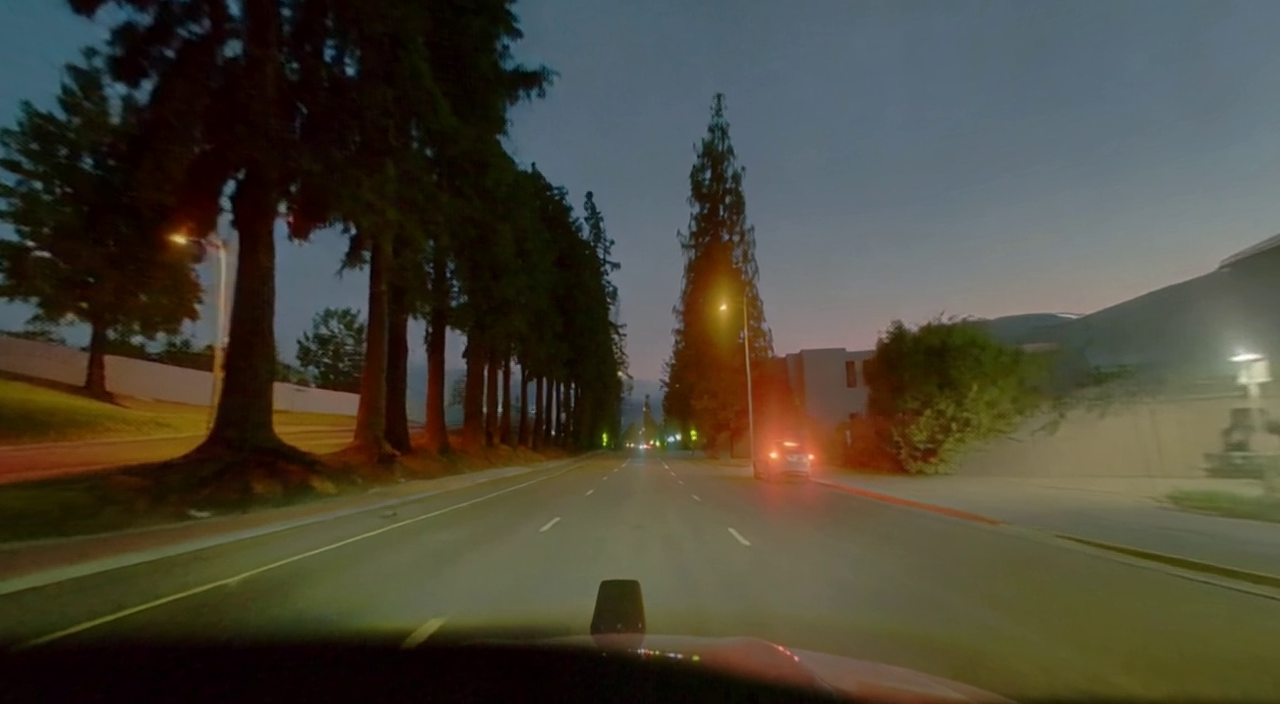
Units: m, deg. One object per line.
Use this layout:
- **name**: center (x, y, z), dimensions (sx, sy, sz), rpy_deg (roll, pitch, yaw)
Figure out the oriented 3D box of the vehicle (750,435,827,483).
- **vehicle**: center (6.061, 4.446, 26.433), dimensions (2.177, 1.788, 5.106), rpy_deg (0, -8, 2)
